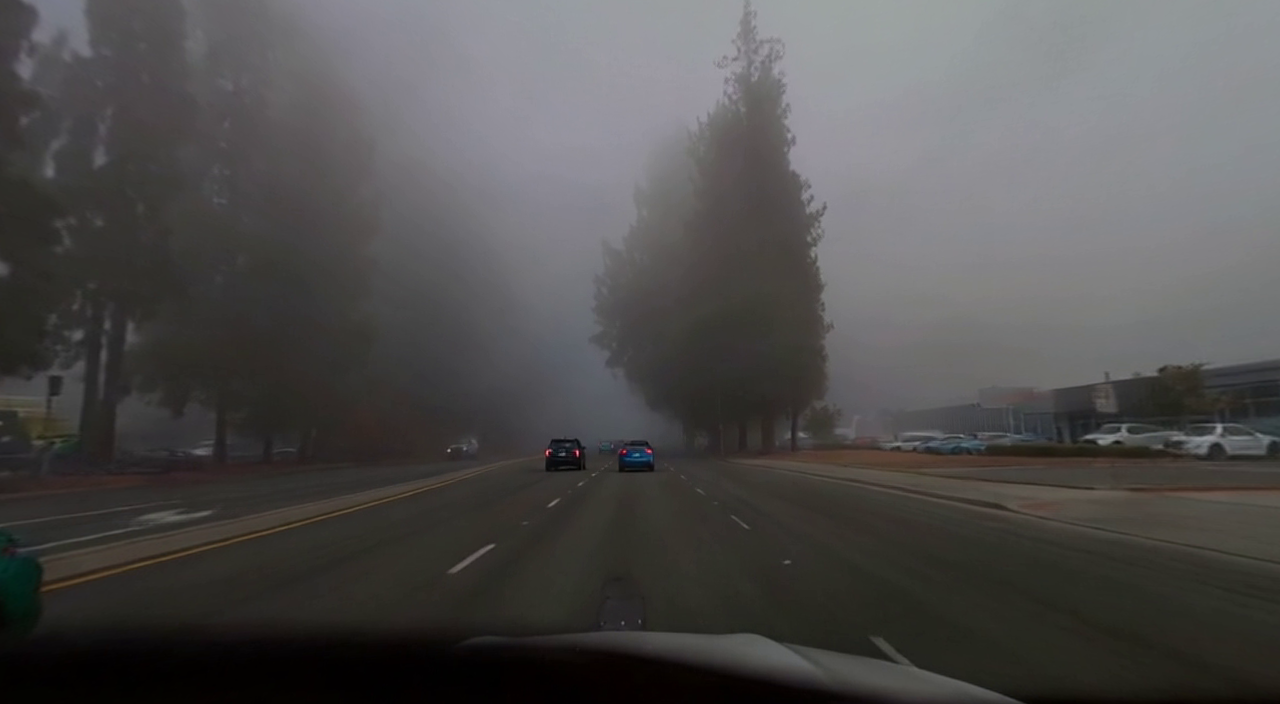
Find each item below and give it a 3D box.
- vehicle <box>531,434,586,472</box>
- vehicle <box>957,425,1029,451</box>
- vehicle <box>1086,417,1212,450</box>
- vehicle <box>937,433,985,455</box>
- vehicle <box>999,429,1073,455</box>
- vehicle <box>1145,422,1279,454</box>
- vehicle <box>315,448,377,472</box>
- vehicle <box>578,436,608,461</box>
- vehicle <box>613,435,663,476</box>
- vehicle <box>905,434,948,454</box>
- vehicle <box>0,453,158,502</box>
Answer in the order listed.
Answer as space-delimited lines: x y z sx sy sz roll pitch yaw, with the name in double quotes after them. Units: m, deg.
-3.970 5.024 31.318 2.113 1.713 4.422 0 -8 0 "vehicle"
24.521 6.059 43.839 2.079 1.656 4.564 0 -10 -4 "vehicle"
30.297 4.876 37.514 5.405 1.896 2.219 -1 -8 3 "vehicle"
22.333 6.385 43.783 1.487 1.361 3.317 -1 -6 -1 "vehicle"
26.790 6.083 42.673 2.036 1.668 4.285 1 -7 -4 "vehicle"
29.851 4.496 32.676 5.212 1.538 2.086 -1 -9 2 "vehicle"
-19.691 7.234 42.275 2.039 1.497 4.561 0 -8 0 "vehicle"
-3.657 7.632 49.679 2.047 1.810 4.414 0 -8 0 "vehicle"
-0.092 4.508 27.597 2.042 1.641 4.187 0 -8 0 "vehicle"
19.961 6.427 43.849 1.466 1.357 3.288 -1 -9 1 "vehicle"
-19.897 4.367 22.264 1.994 1.475 4.521 0 -8 0 "vehicle"
